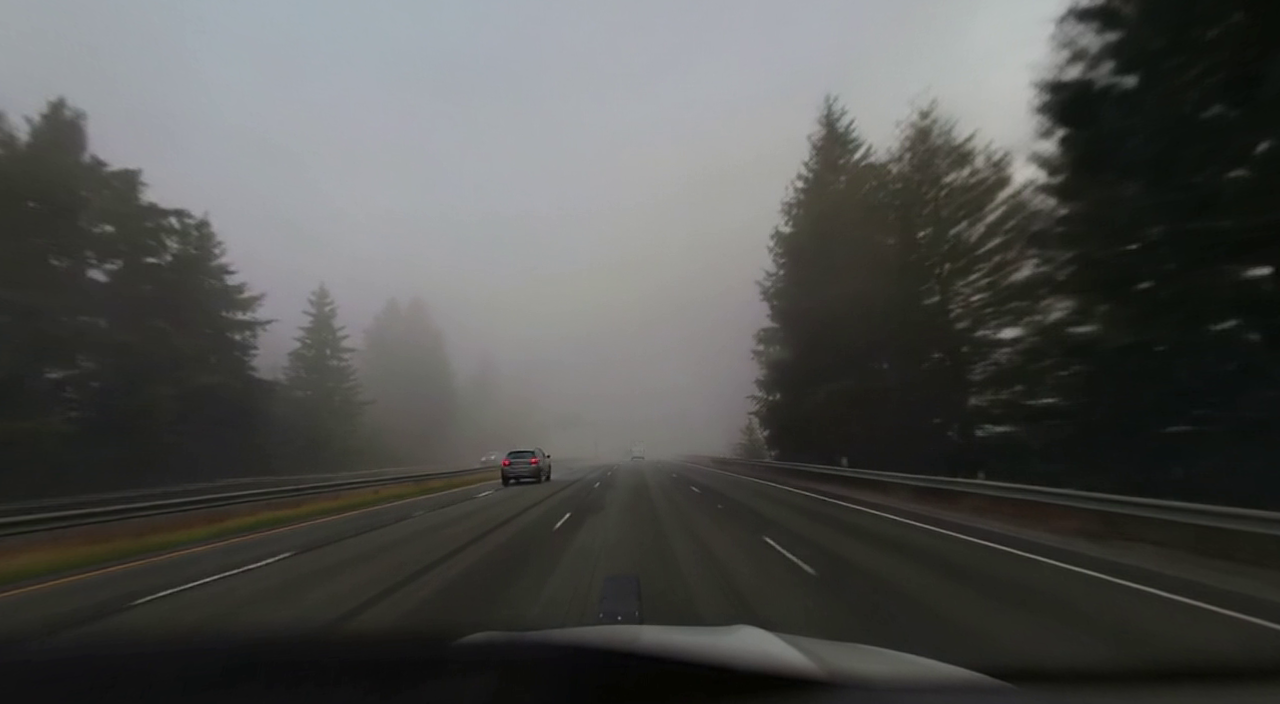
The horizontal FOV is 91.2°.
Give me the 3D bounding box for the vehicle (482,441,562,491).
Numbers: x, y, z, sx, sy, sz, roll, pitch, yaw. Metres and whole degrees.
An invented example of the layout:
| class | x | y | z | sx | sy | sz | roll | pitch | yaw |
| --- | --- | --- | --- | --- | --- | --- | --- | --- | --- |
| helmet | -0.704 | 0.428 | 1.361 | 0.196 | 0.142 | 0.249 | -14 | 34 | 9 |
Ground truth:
| class | x | y | z | sx | sy | sz | roll | pitch | yaw |
| --- | --- | --- | --- | --- | --- | --- | --- | --- | --- |
| vehicle | -4.126 | 4.063 | 22.741 | 1.958 | 1.587 | 4.801 | 0 | -9 | 0 |
